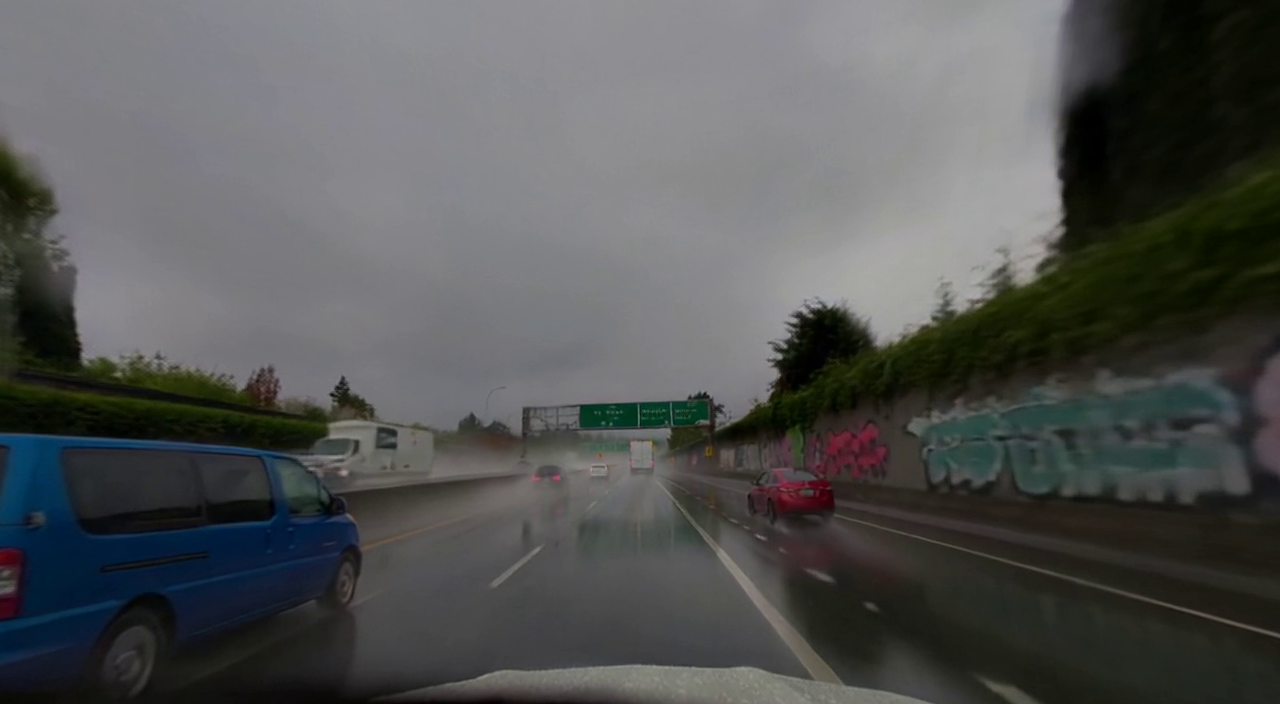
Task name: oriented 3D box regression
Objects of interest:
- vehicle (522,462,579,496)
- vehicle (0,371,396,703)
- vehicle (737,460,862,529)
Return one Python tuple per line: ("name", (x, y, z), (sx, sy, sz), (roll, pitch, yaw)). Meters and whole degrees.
("vehicle", (-4.126, 5.941, 29.666), (2.054, 1.443, 4.131), (1, -10, 0))
("vehicle", (-3.441, 1.156, 3.917), (2.004, 1.610, 4.508), (1, -10, 0))
("vehicle", (3.804, 3.488, 15.870), (1.917, 1.458, 4.199), (1, -10, -2))
